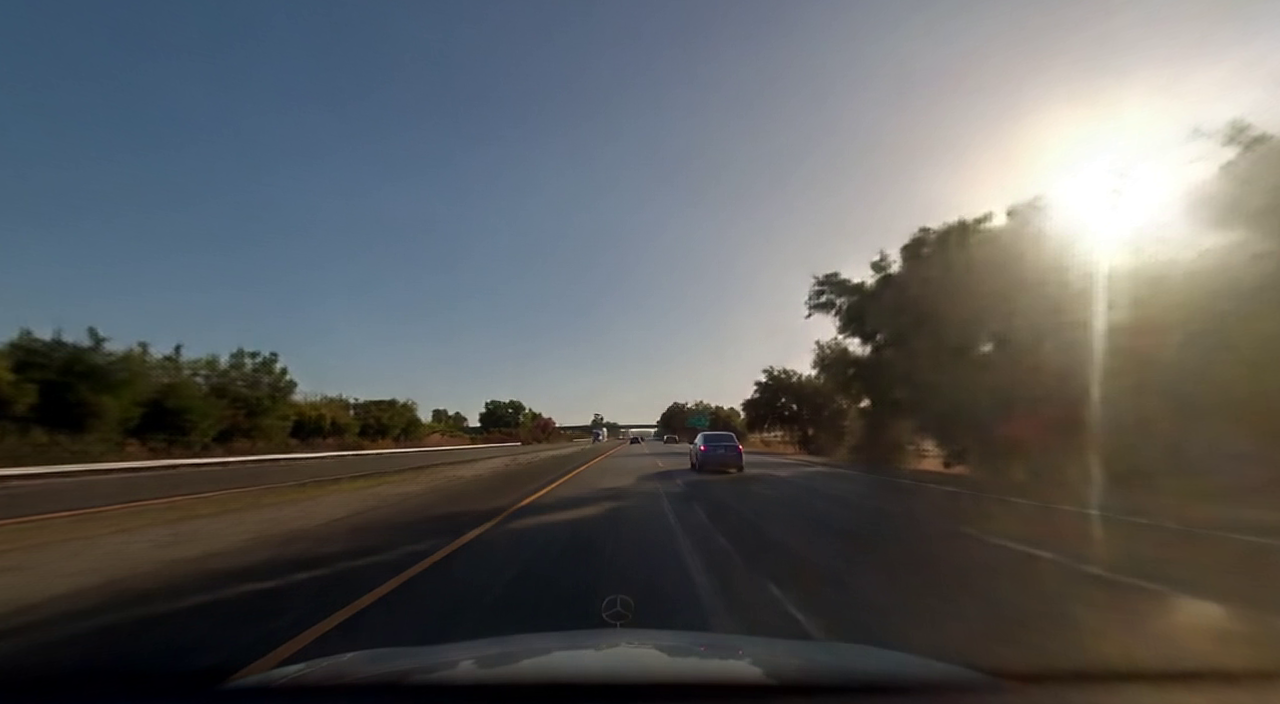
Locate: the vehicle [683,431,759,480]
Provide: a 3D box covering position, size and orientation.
[{"bbox_3d":[2.803,3.684,22.804,2.084,1.583,4.420,0,-8,-1],"label":"vehicle"}]
